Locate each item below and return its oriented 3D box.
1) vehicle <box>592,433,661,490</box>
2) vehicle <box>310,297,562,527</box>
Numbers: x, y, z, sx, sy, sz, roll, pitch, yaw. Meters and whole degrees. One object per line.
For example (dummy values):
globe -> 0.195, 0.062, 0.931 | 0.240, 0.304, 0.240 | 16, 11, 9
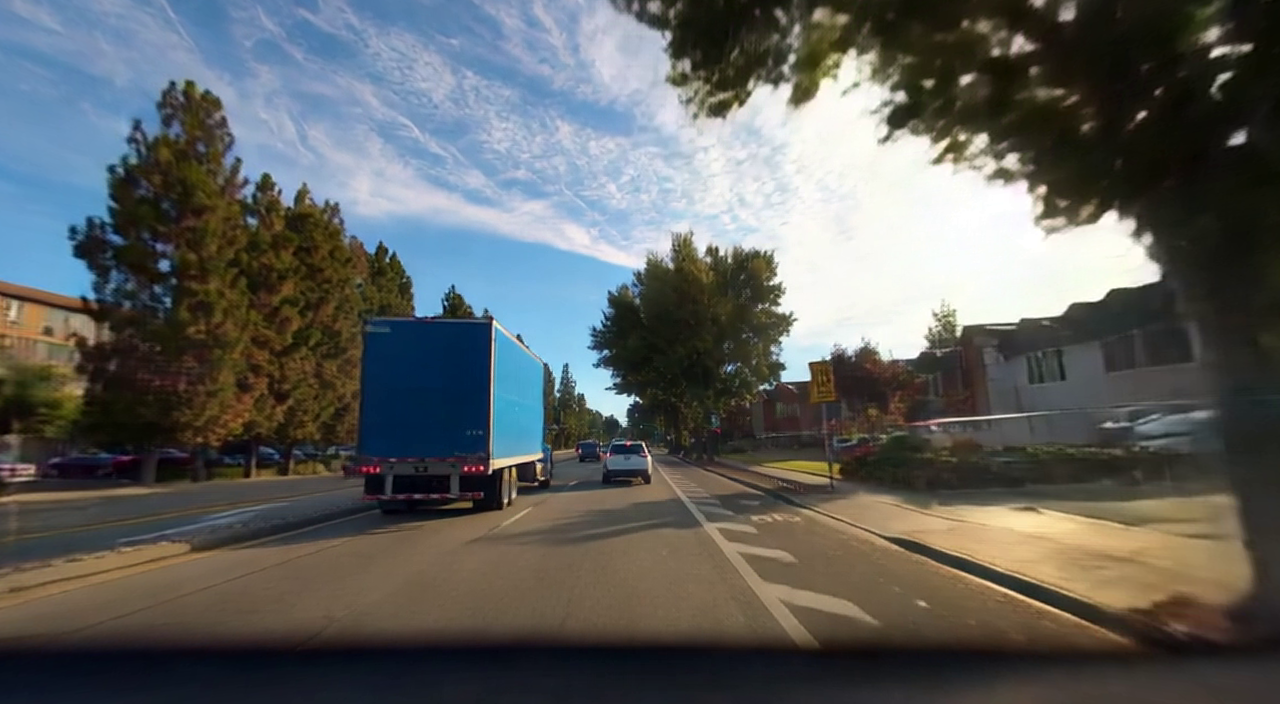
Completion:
vehicle -> -0.445, 3.600, 21.004 | 2.094, 1.682, 3.866 | 0, -9, -1
vehicle -> -4.062, 1.749, 15.934 | 2.996, 3.902, 10.410 | 0, -9, -1
